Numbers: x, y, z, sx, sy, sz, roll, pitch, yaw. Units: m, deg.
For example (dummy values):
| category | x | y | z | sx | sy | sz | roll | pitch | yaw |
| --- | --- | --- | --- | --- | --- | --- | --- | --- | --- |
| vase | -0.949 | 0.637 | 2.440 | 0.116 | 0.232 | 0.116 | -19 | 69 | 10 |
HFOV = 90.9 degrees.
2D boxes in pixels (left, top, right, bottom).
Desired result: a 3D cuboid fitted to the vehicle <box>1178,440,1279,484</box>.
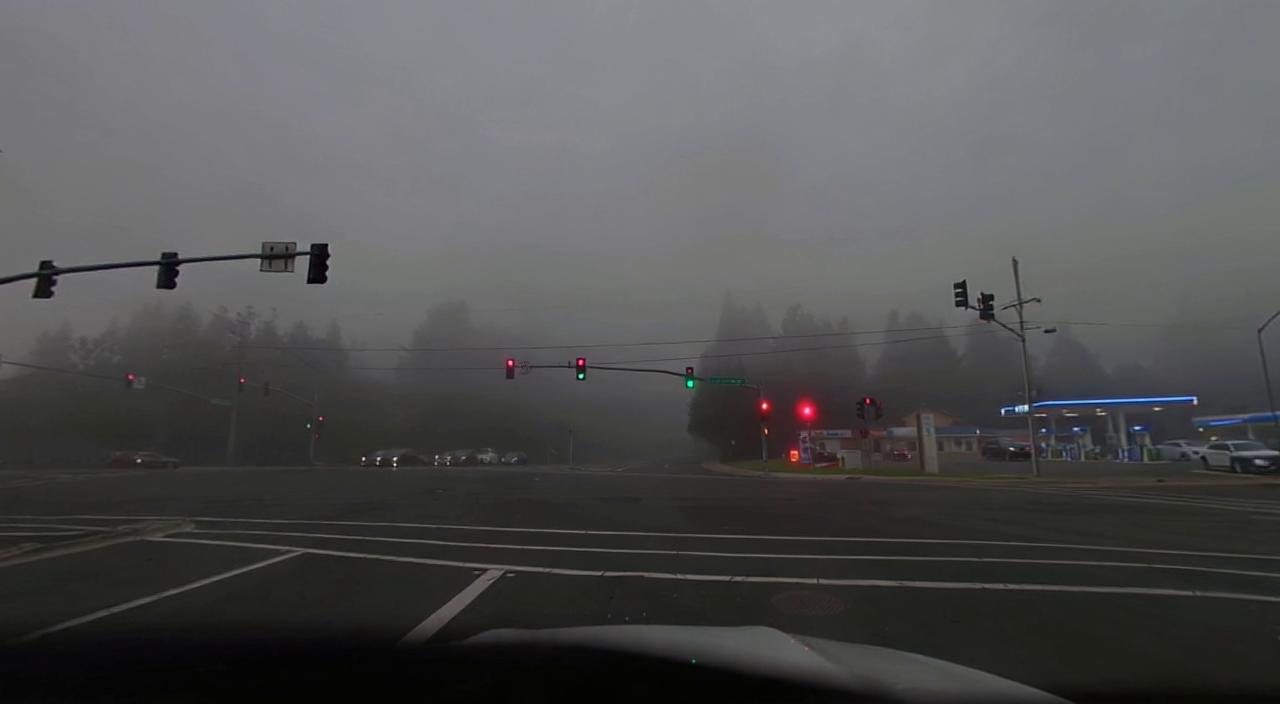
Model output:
| category | x | y | z | sx | sy | sz | roll | pitch | yaw |
| --- | --- | --- | --- | --- | --- | --- | --- | --- | --- |
| vehicle | 22.092 | 3.786 | 21.834 | 4.716 | 1.455 | 2.060 | -3 | -9 | 17 |
